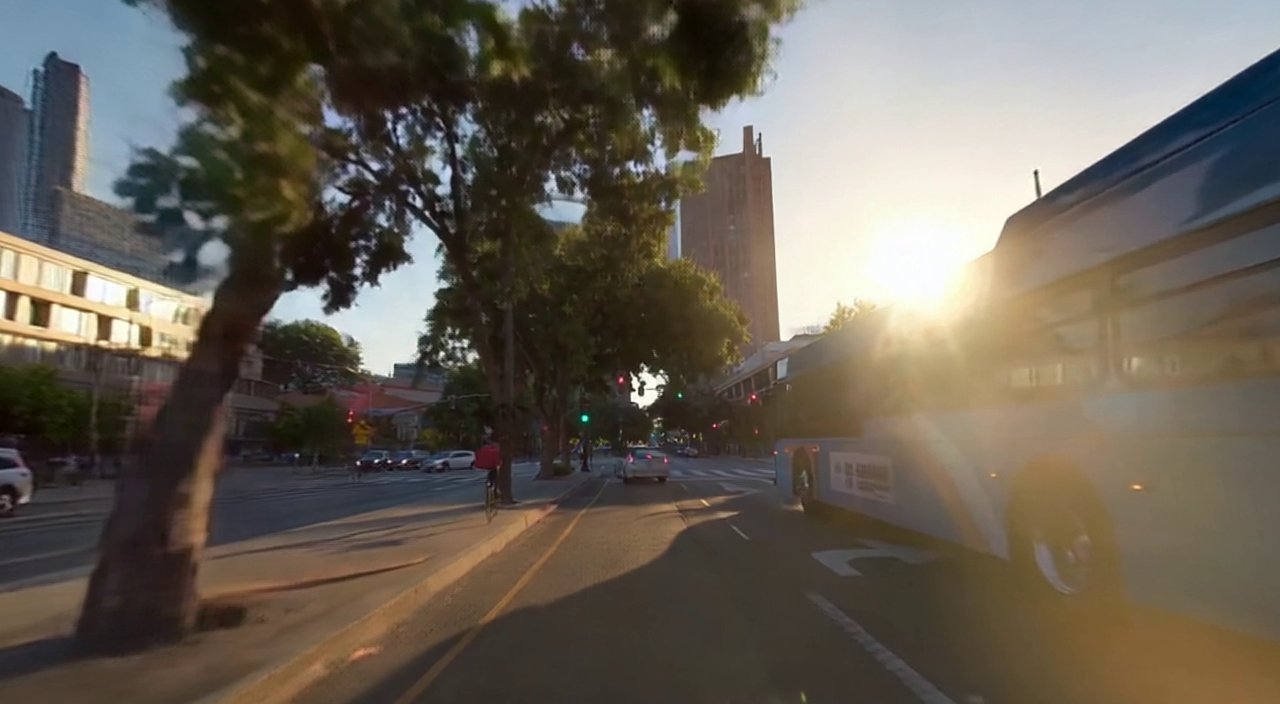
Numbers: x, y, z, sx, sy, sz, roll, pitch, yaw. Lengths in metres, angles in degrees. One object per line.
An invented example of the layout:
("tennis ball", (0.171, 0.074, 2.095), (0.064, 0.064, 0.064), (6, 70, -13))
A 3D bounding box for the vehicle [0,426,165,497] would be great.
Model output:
("vehicle", (-29.727, 5.439, 31.637), (9.150, 3.310, 2.988), (6, -11, -38))

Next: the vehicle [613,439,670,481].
("vehicle", (-0.031, 4.352, 25.769), (2.123, 1.544, 4.158), (0, -8, -3))

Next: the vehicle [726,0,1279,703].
("vehicle", (3.354, 0.226, 5.258), (3.250, 3.731, 13.693), (0, -8, 0))

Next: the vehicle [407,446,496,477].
("vehicle", (-10.377, 5.983, 34.833), (4.417, 1.490, 1.816), (3, -9, -28))
